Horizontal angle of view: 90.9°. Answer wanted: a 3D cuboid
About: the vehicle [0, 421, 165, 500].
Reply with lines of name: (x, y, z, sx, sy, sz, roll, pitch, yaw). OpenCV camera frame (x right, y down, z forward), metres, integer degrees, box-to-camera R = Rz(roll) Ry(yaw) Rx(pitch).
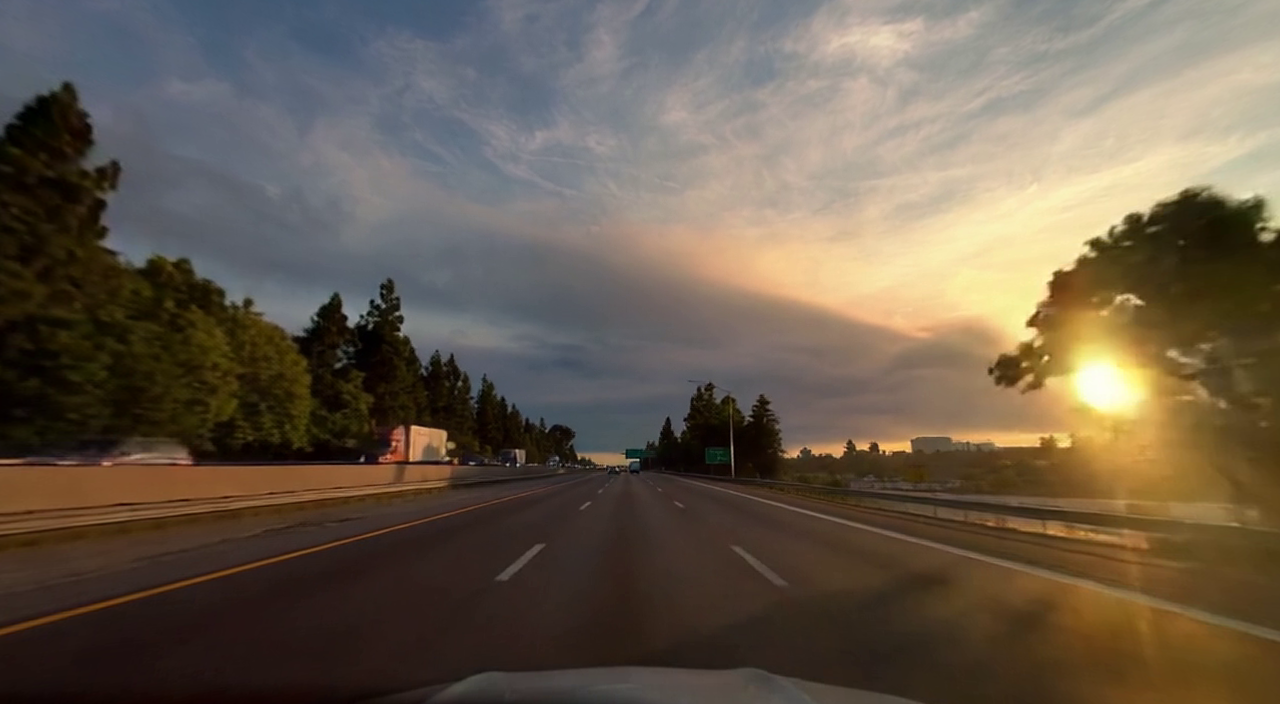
vehicle: (-12.318, 2.296, 13.291, 1.760, 1.422, 3.593, 1, -10, -1)
